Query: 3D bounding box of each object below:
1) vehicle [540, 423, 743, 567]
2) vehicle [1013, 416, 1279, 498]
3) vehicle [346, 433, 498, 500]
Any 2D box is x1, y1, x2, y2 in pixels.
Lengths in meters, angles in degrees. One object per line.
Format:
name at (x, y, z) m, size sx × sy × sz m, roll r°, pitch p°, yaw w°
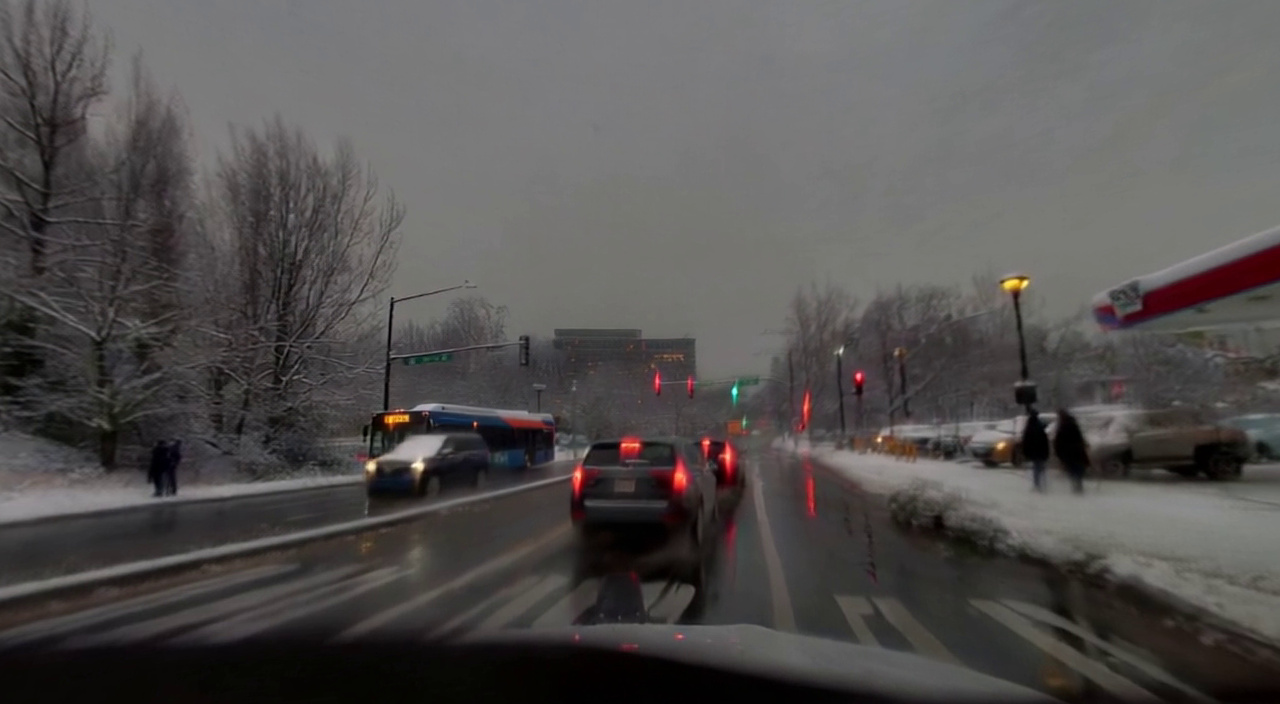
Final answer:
vehicle at (0.307, 1.854, 8.908) m, size 2.092 × 1.507 × 4.078 m, roll -2°, pitch -9°, yaw 11°
vehicle at (11.186, 2.246, 13.444) m, size 4.894 × 1.451 × 2.089 m, roll -4°, pitch -10°, yaw 10°
vehicle at (-6.413, 3.441, 19.283) m, size 2.147 × 1.741 × 5.239 m, roll -1°, pitch -9°, yaw 9°
